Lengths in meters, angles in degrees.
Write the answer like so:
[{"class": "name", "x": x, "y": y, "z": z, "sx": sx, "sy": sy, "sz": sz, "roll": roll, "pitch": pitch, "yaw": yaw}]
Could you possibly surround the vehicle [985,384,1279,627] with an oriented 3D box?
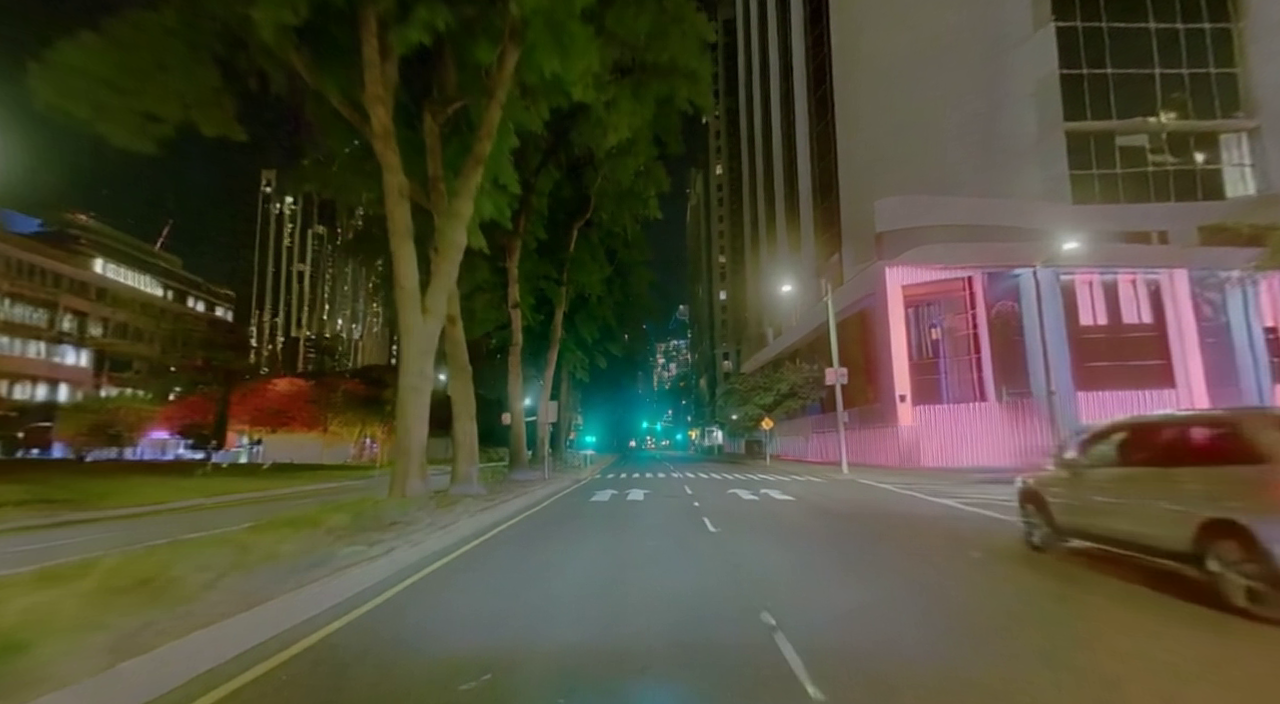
[{"class": "vehicle", "x": 6.063, "y": 1.447, "z": 6.653, "sx": 2.045, "sy": 1.890, "sz": 4.876, "roll": 0, "pitch": -8, "yaw": 0}]
